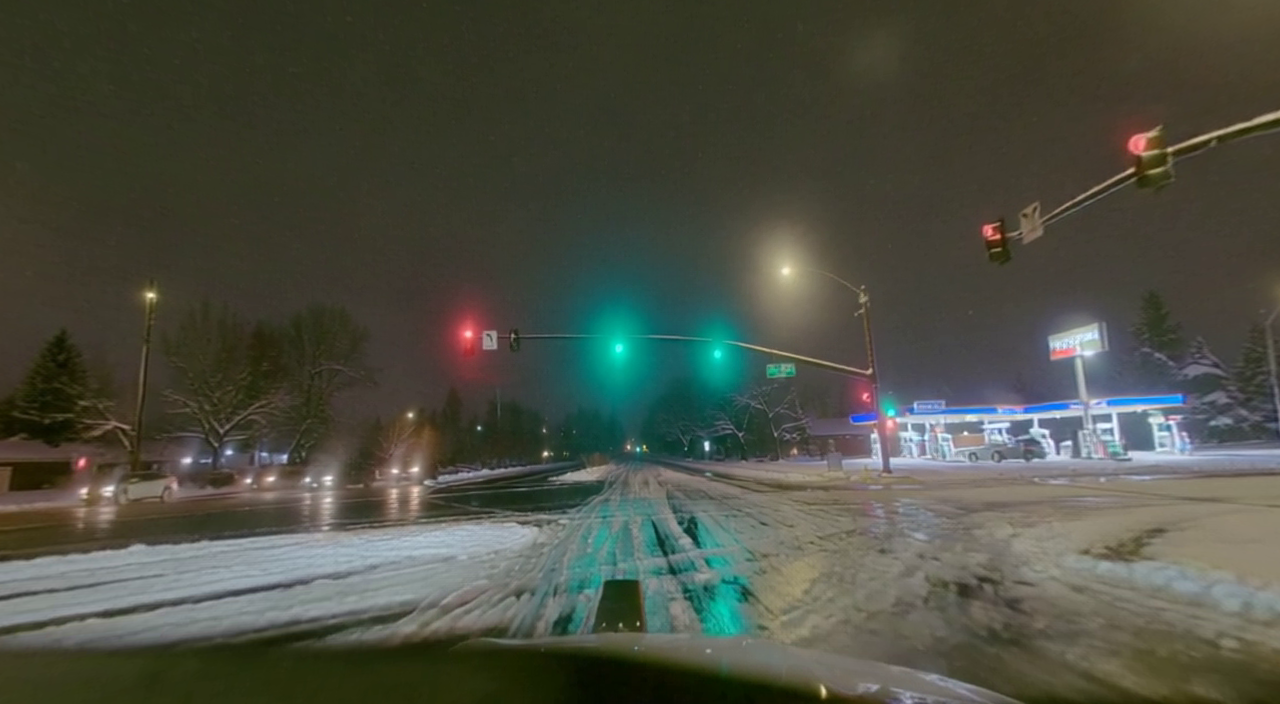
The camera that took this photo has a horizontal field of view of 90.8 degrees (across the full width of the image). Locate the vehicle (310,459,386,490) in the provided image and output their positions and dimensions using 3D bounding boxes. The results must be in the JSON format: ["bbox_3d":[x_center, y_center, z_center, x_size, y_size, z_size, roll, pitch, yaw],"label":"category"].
[{"bbox_3d":[-15.325,6.447,33.403,1.920,1.434,4.328,0,-9,0],"label":"vehicle"}]

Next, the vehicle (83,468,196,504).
[{"bbox_3d":[-24.590,6.580,31.313,1.895,1.483,4.790,0,-9,-3],"label":"vehicle"}]

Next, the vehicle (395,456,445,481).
[{"bbox_3d":[-15.445,8.200,44.608,2.053,1.598,4.336,0,-9,-1],"label":"vehicle"}]

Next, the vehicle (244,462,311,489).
[{"bbox_3d":[-24.889,8.479,43.604,2.098,1.684,4.388,0,-9,-2],"label":"vehicle"}]
